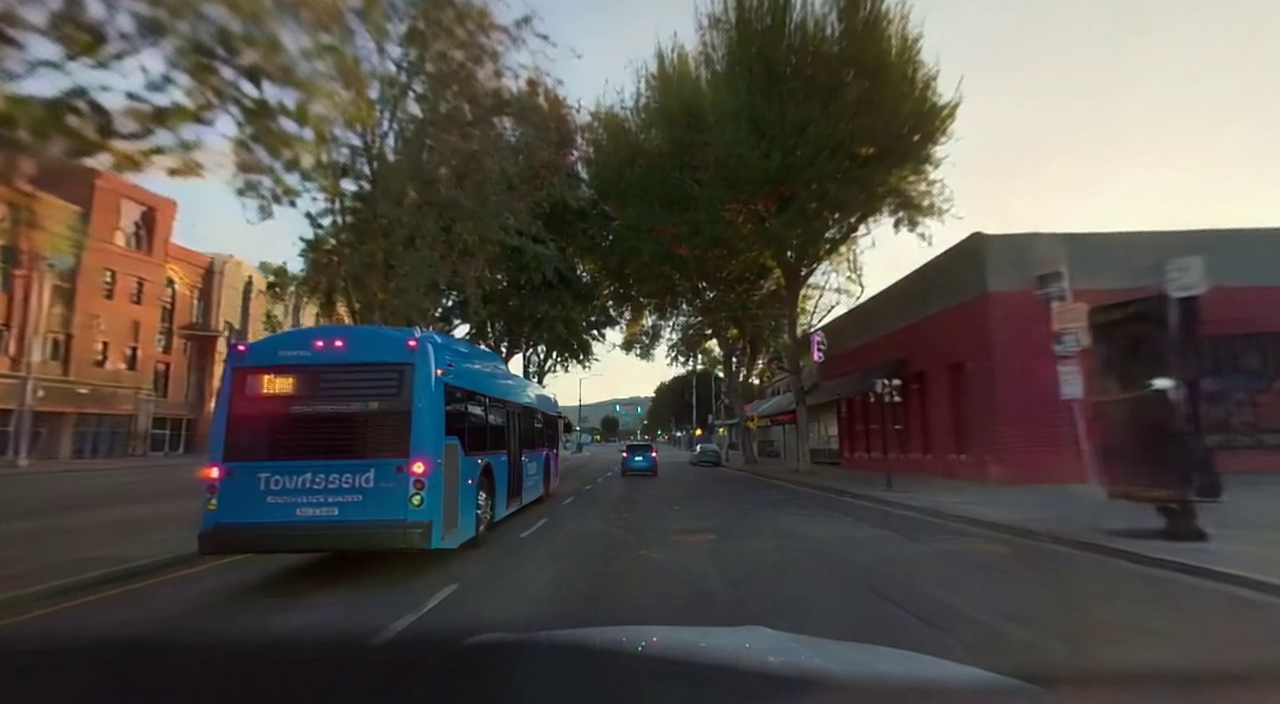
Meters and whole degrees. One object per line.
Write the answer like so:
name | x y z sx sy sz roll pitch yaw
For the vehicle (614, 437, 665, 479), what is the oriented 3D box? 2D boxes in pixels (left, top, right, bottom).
vehicle | 0.001 4.646 27.899 2.120 1.727 3.917 0 -8 1

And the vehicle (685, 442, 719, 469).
vehicle | 4.374 7.401 45.284 2.138 1.787 4.522 -1 -8 2

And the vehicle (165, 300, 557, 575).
vehicle | -3.496 1.319 11.003 2.920 2.884 8.588 1 -6 0
